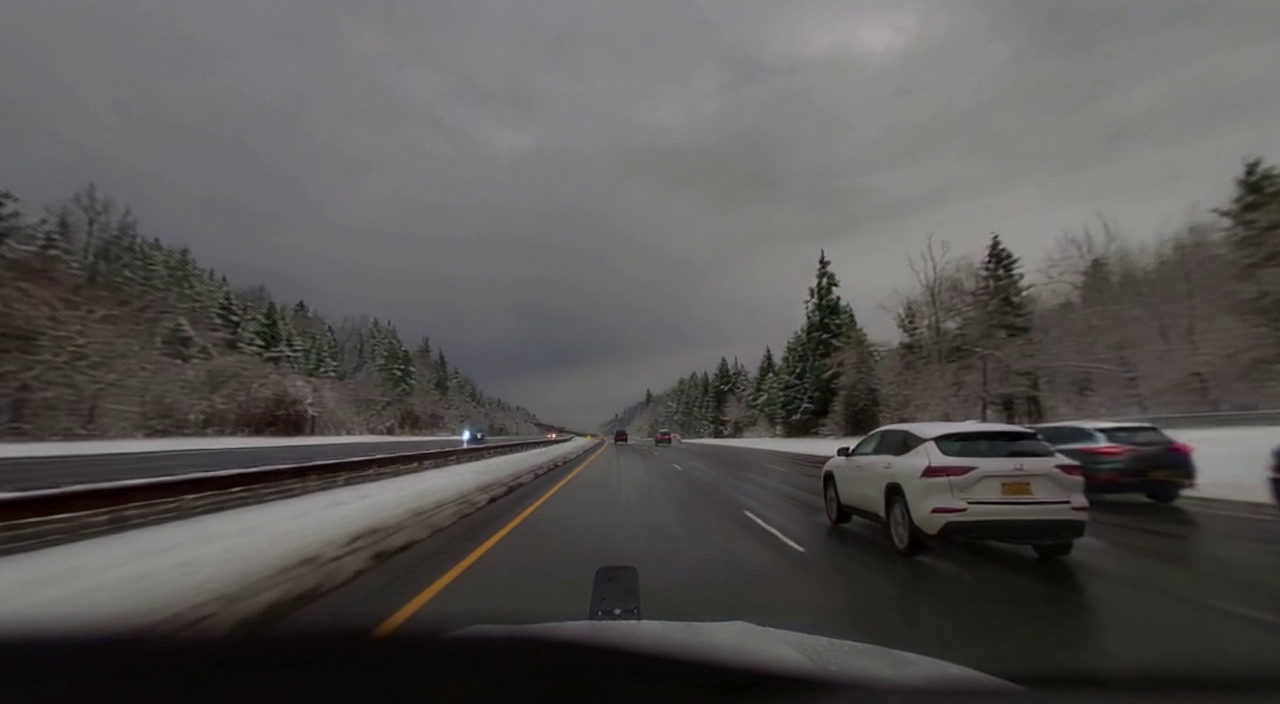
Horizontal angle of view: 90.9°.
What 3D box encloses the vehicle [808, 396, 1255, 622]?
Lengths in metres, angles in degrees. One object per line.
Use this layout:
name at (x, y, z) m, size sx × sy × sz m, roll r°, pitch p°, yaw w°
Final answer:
vehicle at (3.274, 1.354, 6.404) m, size 2.002 × 1.569 × 3.845 m, roll 0°, pitch -8°, yaw -1°
